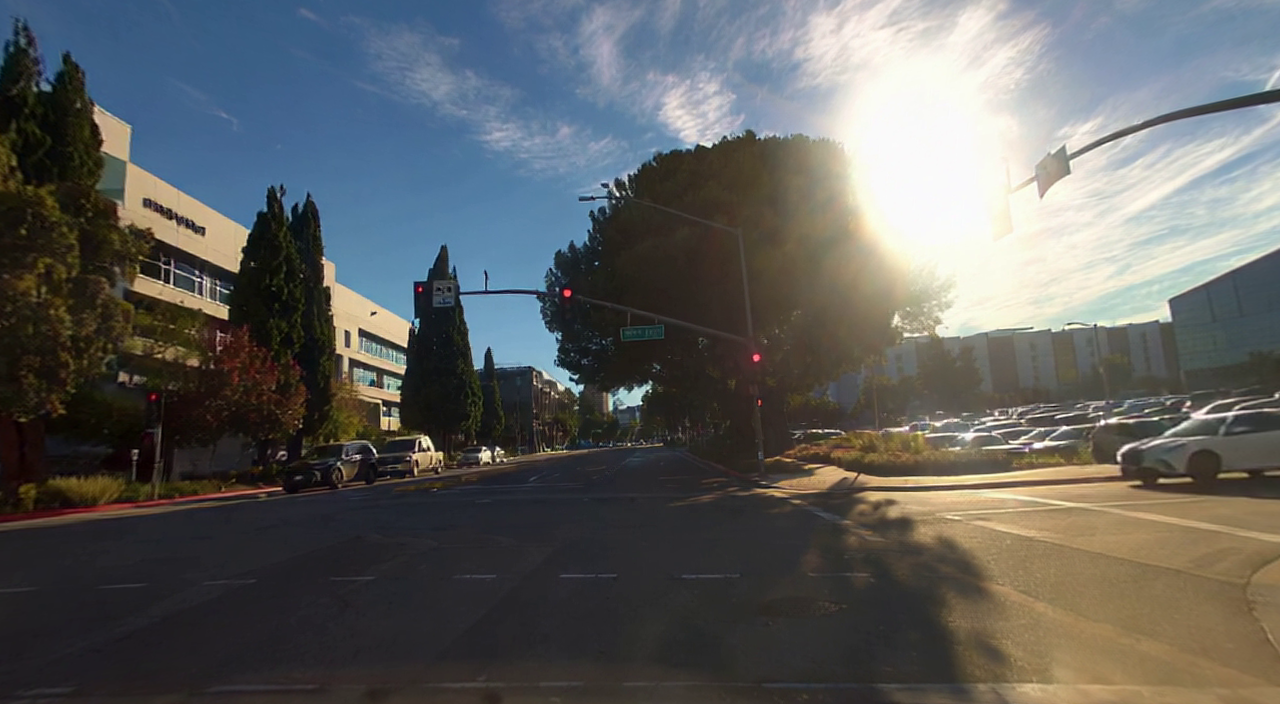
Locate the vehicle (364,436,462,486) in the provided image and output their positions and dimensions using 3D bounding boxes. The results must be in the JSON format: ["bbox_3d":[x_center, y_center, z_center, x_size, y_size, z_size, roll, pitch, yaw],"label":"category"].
[{"bbox_3d":[-10.202,4.956,29.052,2.475,1.940,5.702,-3,-9,-1],"label":"vehicle"}]

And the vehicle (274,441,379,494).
[{"bbox_3d":[-13.758,5.062,28.140,2.251,1.957,4.968,-4,-9,-1],"label":"vehicle"}]

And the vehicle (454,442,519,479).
[{"bbox_3d":[-7.014,4.995,29.320,2.024,1.470,4.153,-3,-9,-1],"label":"vehicle"}]

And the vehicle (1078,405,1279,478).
[{"bbox_3d":[12.979,2.017,14.276,4.531,1.461,1.882,-3,-9,10],"label":"vehicle"}]
